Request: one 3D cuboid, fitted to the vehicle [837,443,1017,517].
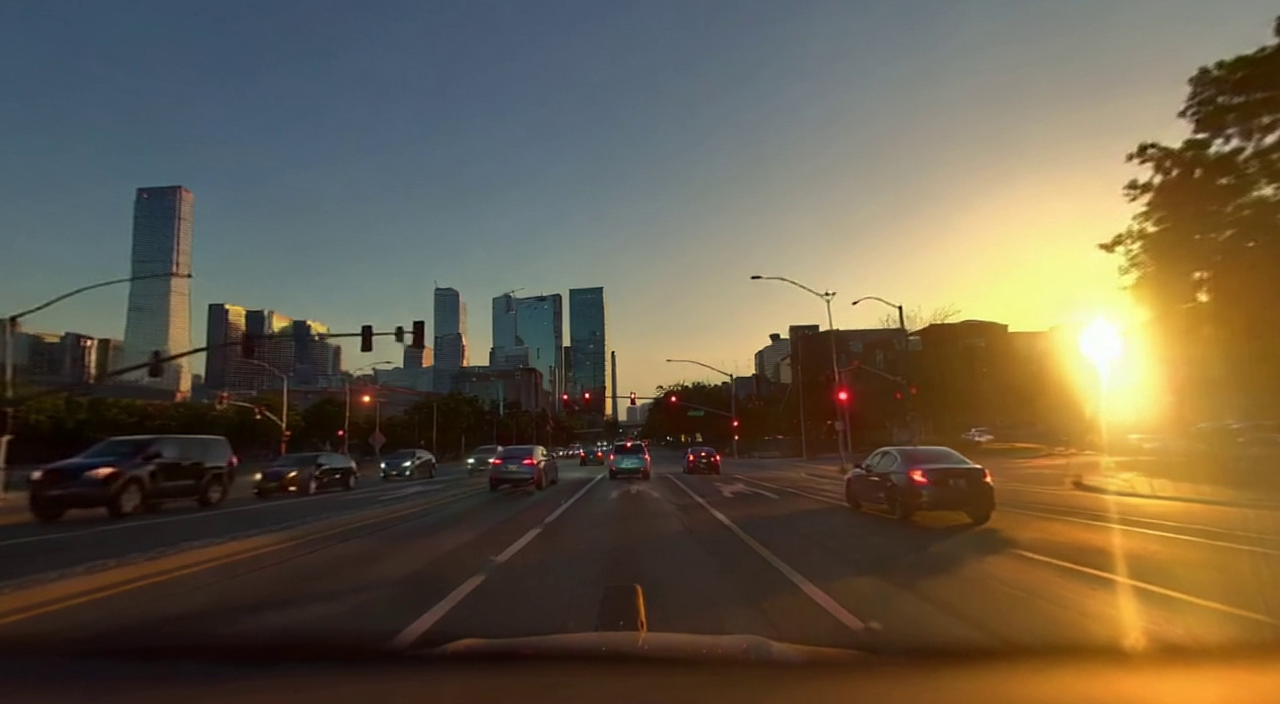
[{"bbox_3d":[6.440,2.892,14.921,2.028,1.451,4.625,0,-8,-1],"label":"vehicle"}]

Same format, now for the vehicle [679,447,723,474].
[{"bbox_3d":[3.425,6.162,36.137,2.014,1.430,4.103,0,-8,-2],"label":"vehicle"}]

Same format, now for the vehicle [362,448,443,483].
[{"bbox_3d":[-10.983,5.265,29.586,2.047,1.479,4.228,0,-8,2],"label":"vehicle"}]

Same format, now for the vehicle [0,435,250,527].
[{"bbox_3d":[-10.906,2.707,13.863,2.026,1.706,4.041,0,-8,1],"label":"vehicle"}]

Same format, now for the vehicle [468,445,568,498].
[{"bbox_3d":[-3.708,3.692,20.047,2.163,1.474,4.413,0,-8,2],"label":"vehicle"}]

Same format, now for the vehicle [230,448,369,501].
[{"bbox_3d":[-10.739,3.852,20.377,1.924,1.479,4.508,0,-8,0],"label":"vehicle"}]

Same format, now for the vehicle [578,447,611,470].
[{"bbox_3d":[-3.093,7.308,43.678,2.002,1.502,4.057,0,-8,0],"label":"vehicle"}]

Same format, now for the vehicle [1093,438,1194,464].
[{"bbox_3d":[29.381,5.775,36.899,4.568,1.475,2.022,2,-9,-12],"label":"vehicle"}]

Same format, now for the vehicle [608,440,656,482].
[{"bbox_3d":[-0.331,4.869,28.578,2.008,1.716,4.125,0,-8,0],"label":"vehicle"}]
